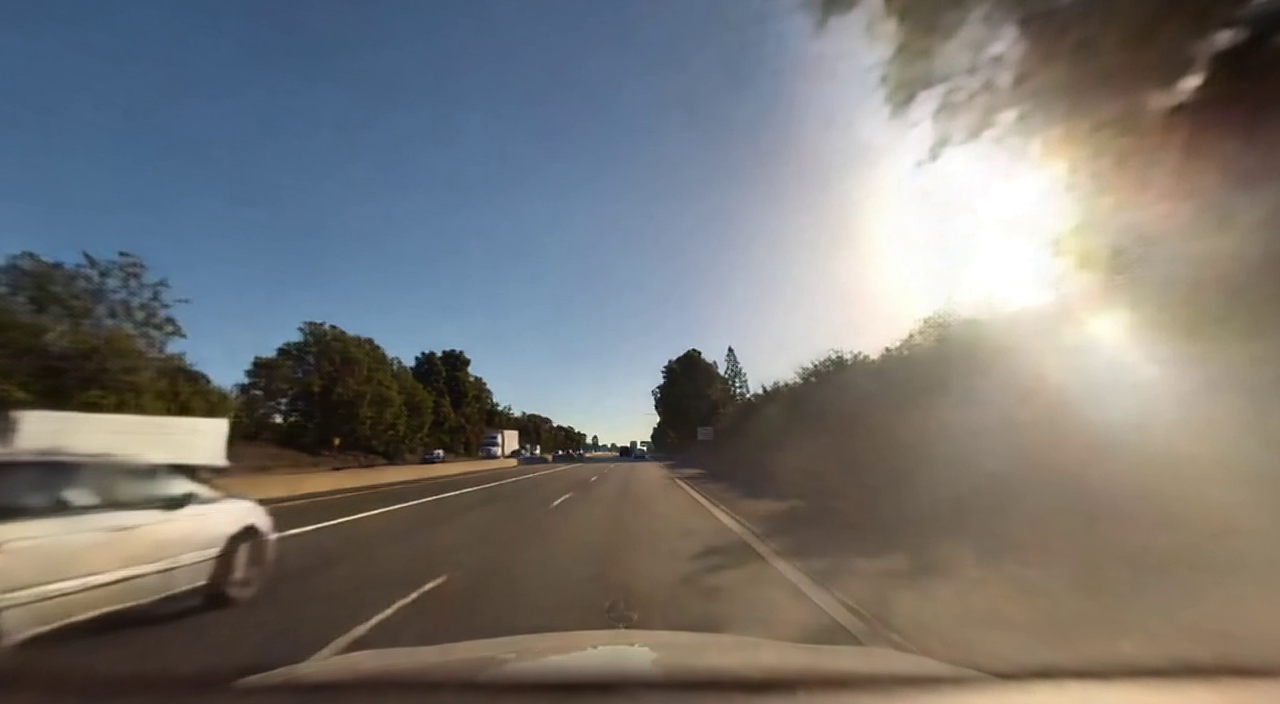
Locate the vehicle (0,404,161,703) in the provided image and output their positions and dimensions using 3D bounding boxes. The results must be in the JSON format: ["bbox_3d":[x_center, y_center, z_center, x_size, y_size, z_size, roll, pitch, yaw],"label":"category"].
[{"bbox_3d":[-4.011,0.845,1.906,1.933,1.497,3.973,0,-9,0],"label":"vehicle"}]
